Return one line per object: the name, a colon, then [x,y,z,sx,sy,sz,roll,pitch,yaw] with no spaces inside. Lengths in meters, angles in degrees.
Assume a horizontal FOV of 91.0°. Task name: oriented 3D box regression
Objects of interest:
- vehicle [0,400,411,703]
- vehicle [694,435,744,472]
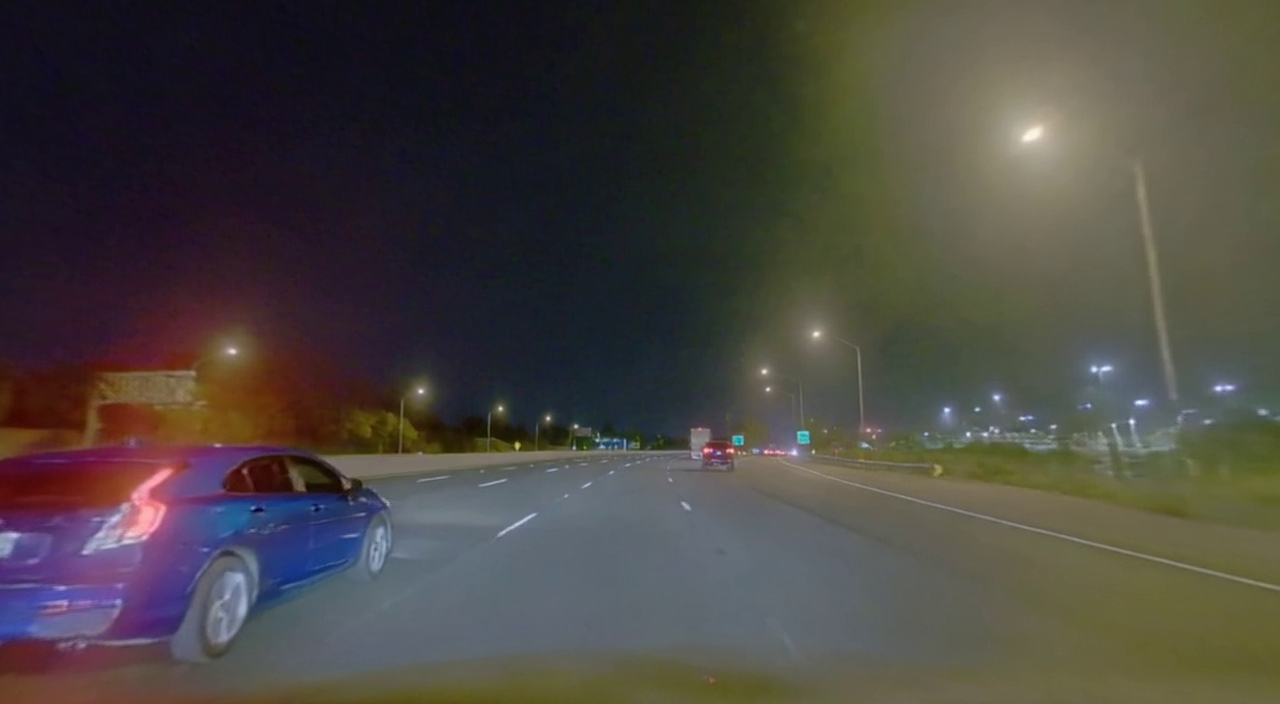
vehicle: [-3.511,1.268,4.624,1.937,1.490,4.372,0,-9,1]
vehicle: [4.150,5.409,33.673,2.225,1.833,4.340,-1,-9,2]
